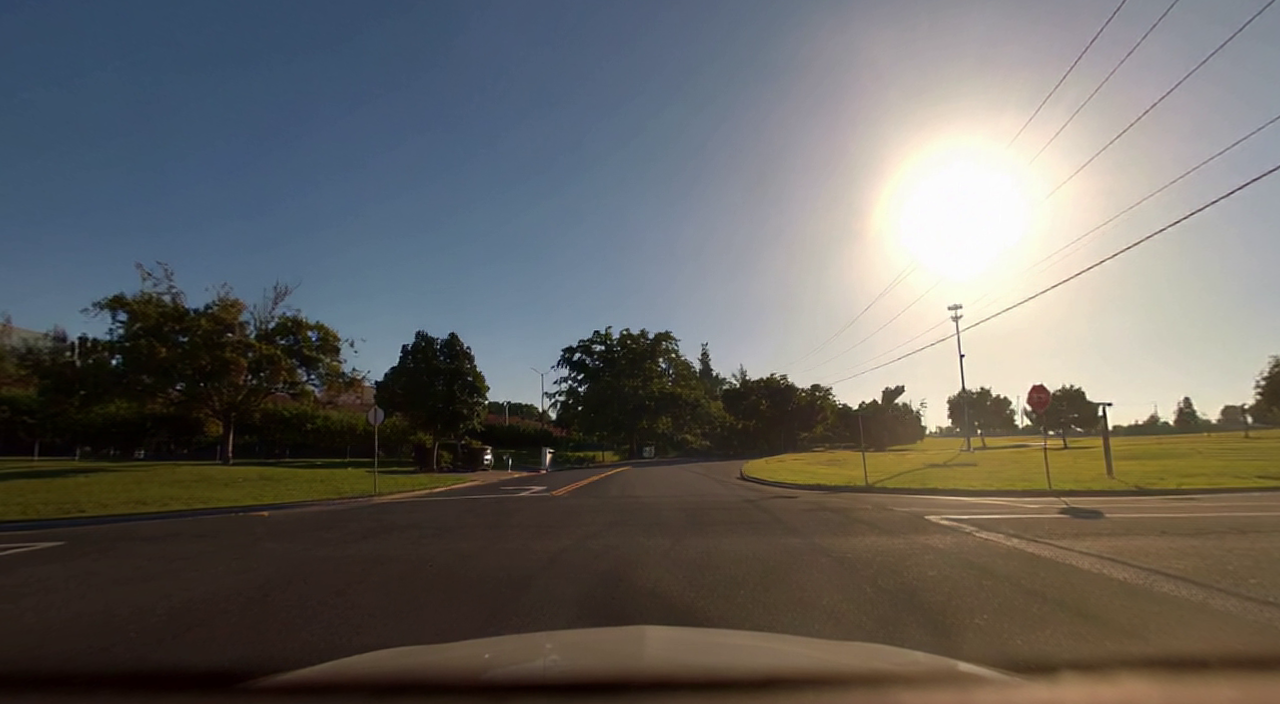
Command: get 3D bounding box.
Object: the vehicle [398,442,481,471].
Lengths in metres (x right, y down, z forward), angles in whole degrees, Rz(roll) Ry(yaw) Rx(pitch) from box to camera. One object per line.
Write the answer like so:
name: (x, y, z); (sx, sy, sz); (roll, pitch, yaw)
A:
vehicle: (-12.676, 6.628, 40.074); (4.590, 1.735, 1.973); (-1, -9, 3)
